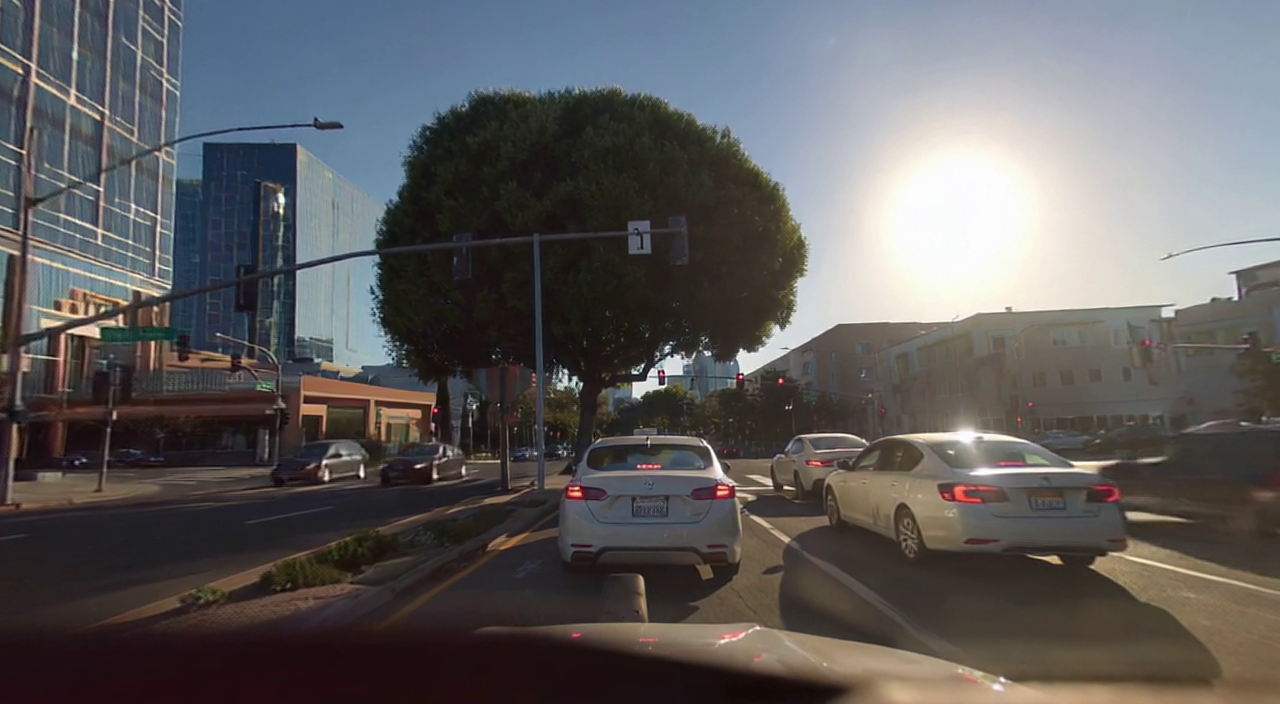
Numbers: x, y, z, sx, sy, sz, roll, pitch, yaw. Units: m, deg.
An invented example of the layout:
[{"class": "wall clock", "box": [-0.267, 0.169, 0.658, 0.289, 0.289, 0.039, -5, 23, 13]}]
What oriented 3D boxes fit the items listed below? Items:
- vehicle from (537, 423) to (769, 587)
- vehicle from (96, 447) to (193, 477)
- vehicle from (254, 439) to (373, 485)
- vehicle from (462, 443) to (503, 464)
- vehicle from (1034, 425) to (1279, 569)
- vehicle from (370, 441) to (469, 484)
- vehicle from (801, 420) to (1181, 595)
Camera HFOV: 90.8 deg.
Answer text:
[{"class": "vehicle", "box": [0.098, 1.688, 7.781, 2.087, 1.468, 4.014, 0, -9, -1]}, {"class": "vehicle", "box": [-26.685, 5.908, 34.106, 3.657, 1.528, 1.783, 1, -9, -4]}, {"class": "vehicle", "box": [-12.678, 4.289, 24.967, 2.166, 1.659, 4.654, 0, -9, 1]}, {"class": "vehicle", "box": [-11.699, 7.558, 47.240, 1.922, 1.466, 4.422, 0, -9, 0]}, {"class": "vehicle", "box": [7.972, 1.856, 8.706, 1.999, 1.562, 4.675, 0, -9, -1]}, {"class": "vehicle", "box": [-8.308, 4.187, 24.294, 2.090, 1.475, 4.616, 0, -9, 1]}, {"class": "vehicle", "box": [3.623, 1.686, 7.783, 2.018, 1.491, 4.544, 0, -9, -1]}]
